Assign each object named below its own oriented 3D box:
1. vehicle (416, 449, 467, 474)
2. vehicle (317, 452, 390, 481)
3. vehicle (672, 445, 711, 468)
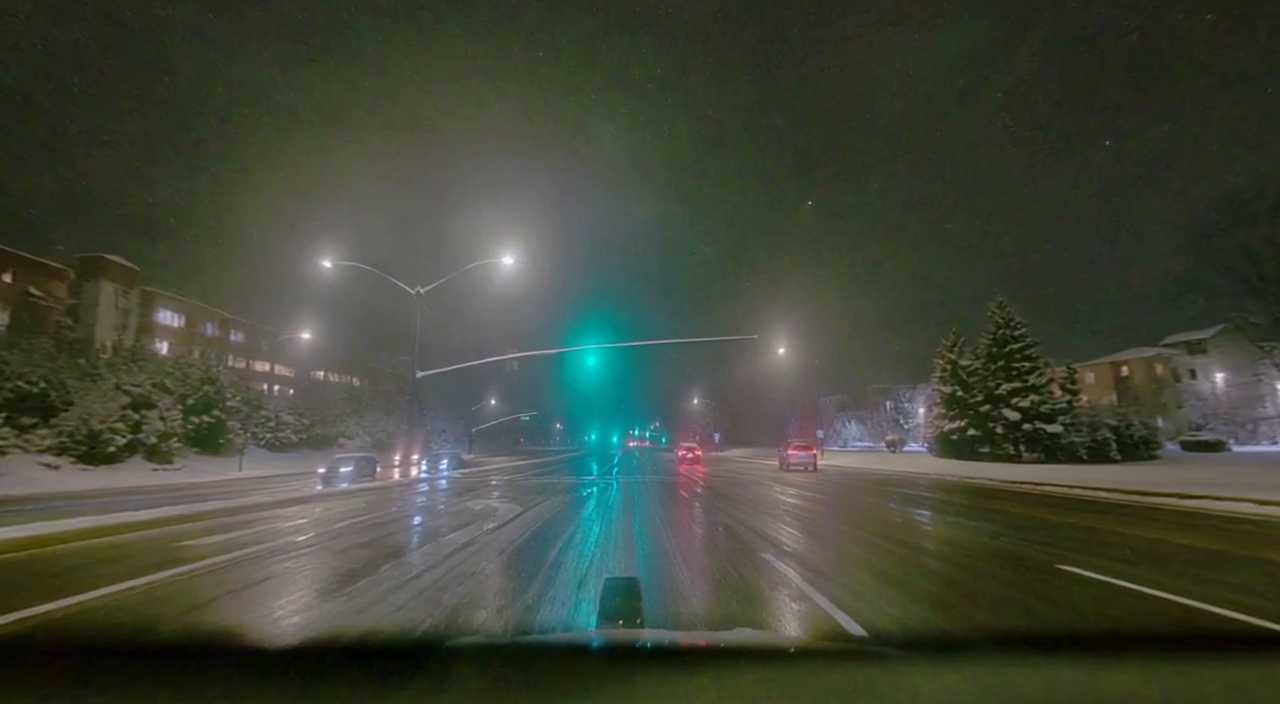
[{"bbox_3d":[-12.723,7.012,40.802,1.870,1.501,4.364,0,-9,0],"label":"vehicle"},{"bbox_3d":[-15.776,6.327,35.109,1.926,1.445,4.556,0,-9,0],"label":"vehicle"},{"bbox_3d":[3.469,7.156,43.303,2.187,1.475,4.529,0,-9,-1],"label":"vehicle"}]
